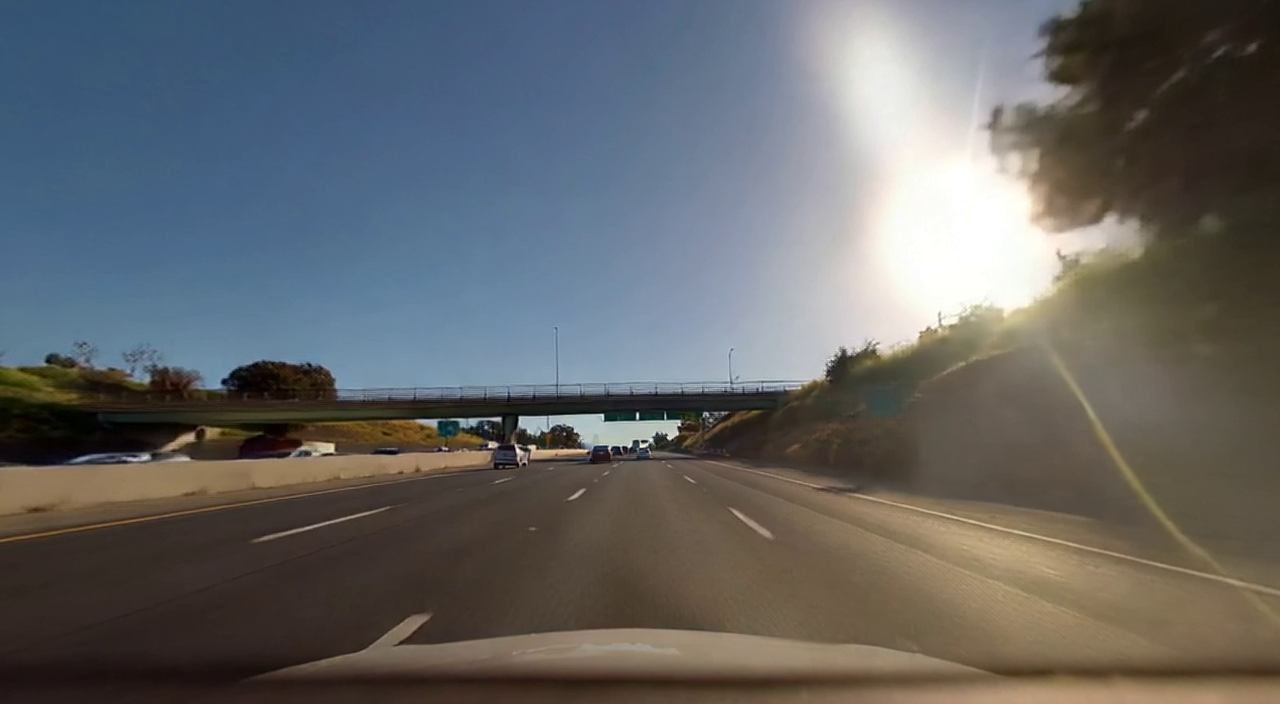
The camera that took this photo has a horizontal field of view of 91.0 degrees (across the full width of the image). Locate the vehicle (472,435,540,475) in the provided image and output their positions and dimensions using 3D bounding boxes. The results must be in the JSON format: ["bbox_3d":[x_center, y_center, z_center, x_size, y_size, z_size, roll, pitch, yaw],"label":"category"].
[{"bbox_3d":[-7.143,5.582,34.404,2.341,1.959,5.684,0,-9,1],"label":"vehicle"}]

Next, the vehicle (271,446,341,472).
[{"bbox_3d":[-26.281,8.428,49.808,2.246,1.917,5.901,0,-9,1],"label":"vehicle"}]

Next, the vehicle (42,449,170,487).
[{"bbox_3d":[-26.295,5.708,31.296,1.985,1.697,4.891,0,-9,0],"label":"vehicle"}]
